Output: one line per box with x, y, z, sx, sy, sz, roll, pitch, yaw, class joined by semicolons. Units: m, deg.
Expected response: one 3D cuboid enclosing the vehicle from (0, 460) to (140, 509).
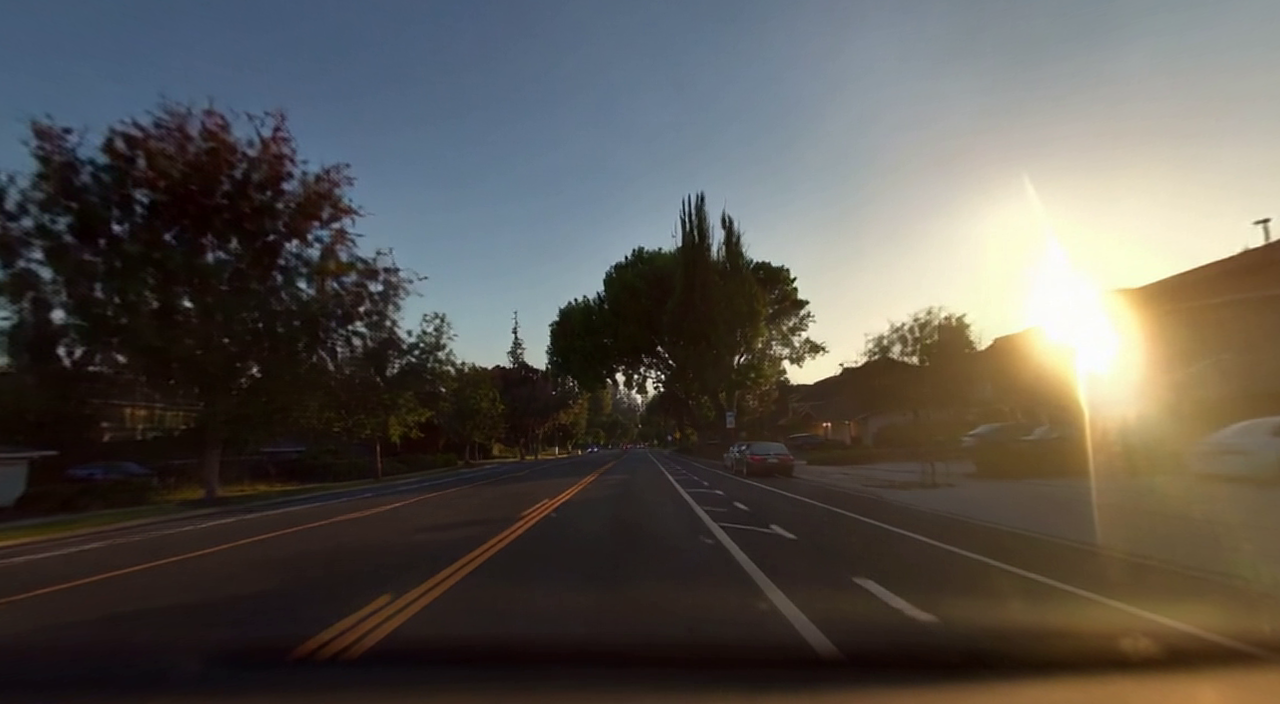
-23.196;5.261;25.307;4.466;1.773;2.063;0;-8;-1;vehicle

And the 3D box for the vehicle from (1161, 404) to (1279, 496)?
13.363;1.870;12.259;4.710;1.612;1.999;0;-8;-2;vehicle

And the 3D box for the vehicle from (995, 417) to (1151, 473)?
14.599;3.098;21.351;4.268;1.508;1.861;-2;-6;-14;vehicle

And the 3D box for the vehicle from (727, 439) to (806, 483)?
4.902;4.291;25.134;1.995;1.553;4.628;0;-9;-2;vehicle
